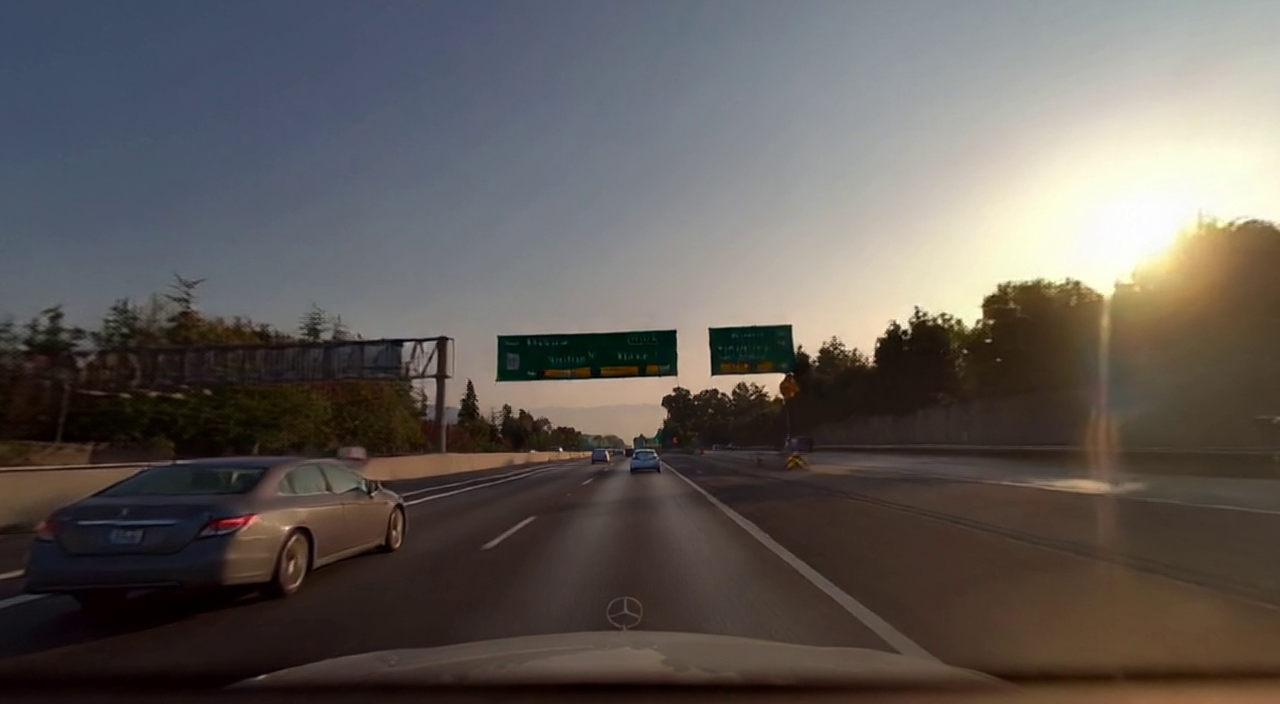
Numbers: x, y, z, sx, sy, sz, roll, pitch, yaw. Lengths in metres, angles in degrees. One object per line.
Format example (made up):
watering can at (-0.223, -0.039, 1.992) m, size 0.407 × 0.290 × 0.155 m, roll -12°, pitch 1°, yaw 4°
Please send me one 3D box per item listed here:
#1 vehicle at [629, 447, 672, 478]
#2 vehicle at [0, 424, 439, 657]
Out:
vehicle at (0.480, 5.417, 31.095) m, size 2.002 × 1.449 × 3.612 m, roll 0°, pitch -9°, yaw 0°
vehicle at (-3.707, 1.535, 6.180) m, size 2.062 × 1.474 × 4.151 m, roll 0°, pitch -9°, yaw 1°
